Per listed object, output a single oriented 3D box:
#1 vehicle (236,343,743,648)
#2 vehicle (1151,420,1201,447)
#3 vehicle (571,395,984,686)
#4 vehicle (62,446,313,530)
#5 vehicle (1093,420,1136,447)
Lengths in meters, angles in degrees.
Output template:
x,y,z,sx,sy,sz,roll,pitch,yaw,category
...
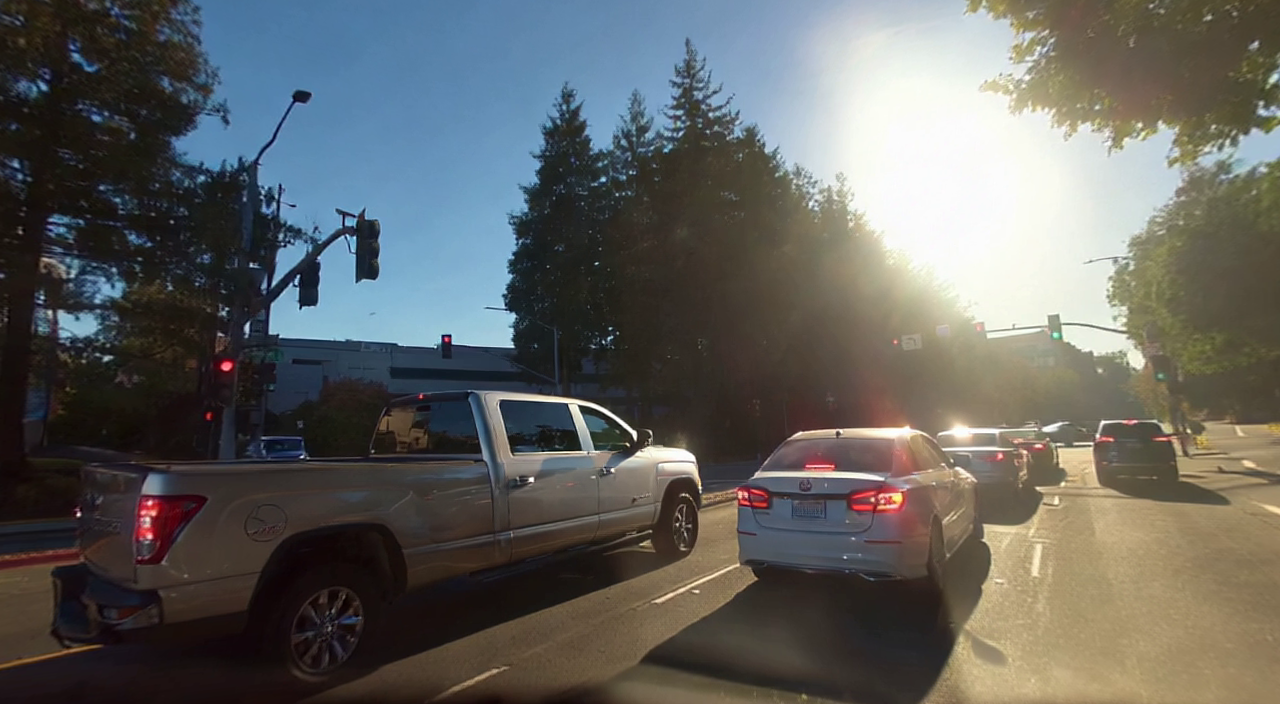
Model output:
x,y,z,sx,sy,sz,roll,pitch,yaw,category
-0.876,1.411,7.479,2.272,2.016,6.146,-4,-9,27,vehicle
35.764,5.478,42.200,2.183,1.714,4.491,-7,-11,37,vehicle
1.721,1.383,5.989,2.027,1.549,4.801,-6,-10,35,vehicle
-11.171,3.269,15.987,1.936,1.756,4.649,-6,-10,34,vehicle
32.795,5.674,43.730,2.160,1.790,4.303,-6,-10,35,vehicle
